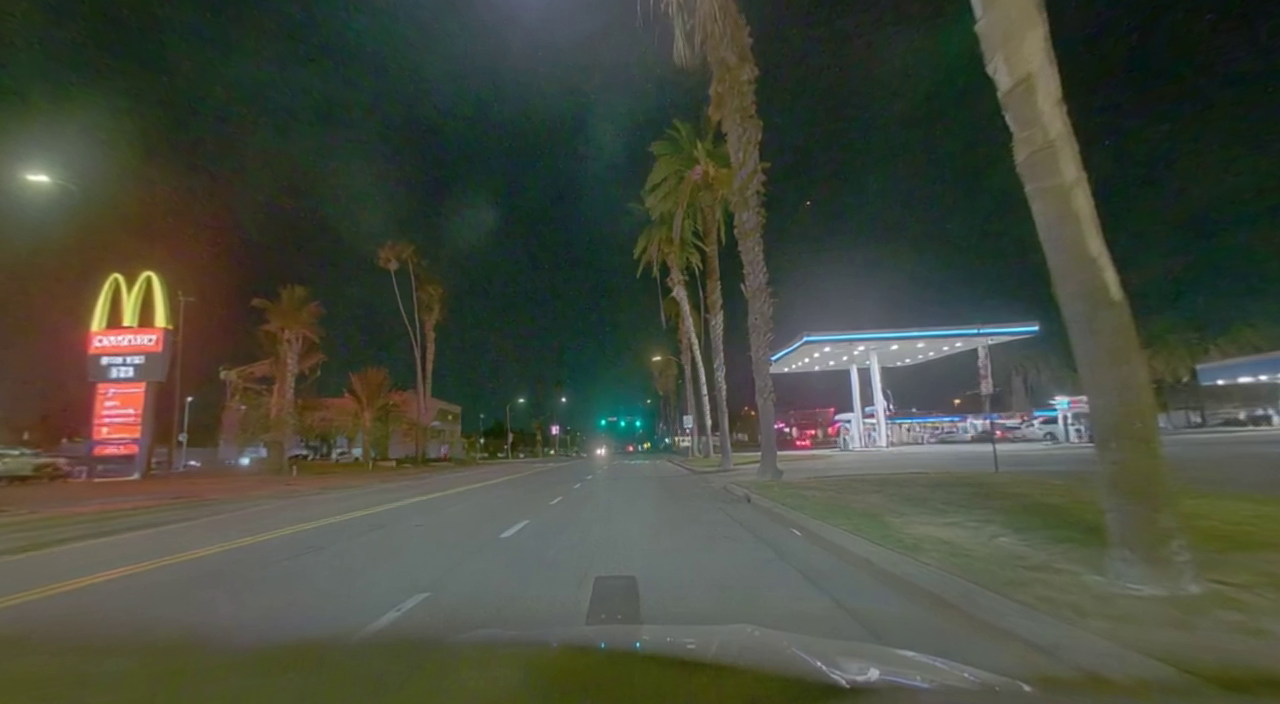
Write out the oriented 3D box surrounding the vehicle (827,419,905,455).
[{"bbox_3d":[16.047,6.048,44.603,5.529,2.395,2.399,6,-10,-35],"label":"vehicle"}]
